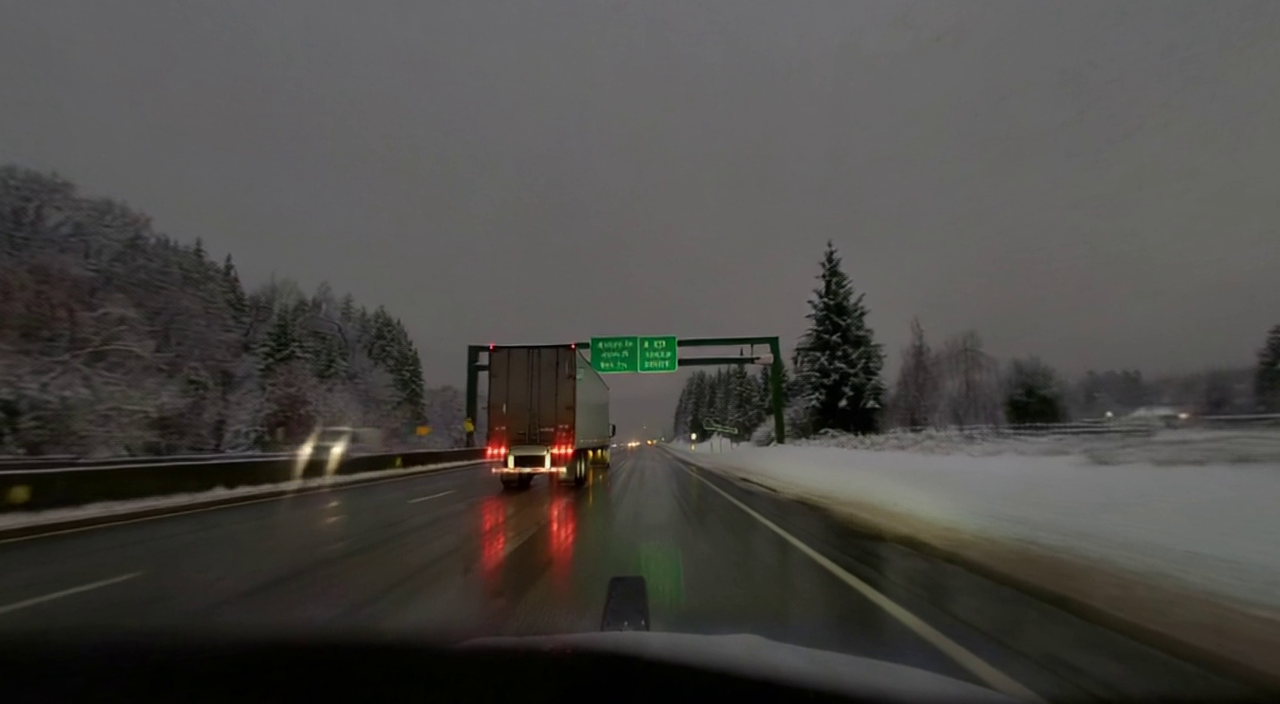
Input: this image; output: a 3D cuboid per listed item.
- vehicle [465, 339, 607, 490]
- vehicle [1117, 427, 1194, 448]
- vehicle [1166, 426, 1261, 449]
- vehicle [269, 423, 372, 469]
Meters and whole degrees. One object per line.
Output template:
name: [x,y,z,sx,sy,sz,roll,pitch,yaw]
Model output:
vehicle: [-3.166,2.695,24.126,2.947,4.051,14.256,-1,-8,0]
vehicle: [37.567,6.247,45.880,3.971,1.532,1.788,0,-8,3]
vehicle: [37.414,5.597,41.108,4.327,1.491,1.869,0,-8,1]
vehicle: [-14.460,4.307,28.829,2.131,1.914,4.745,0,-8,1]
